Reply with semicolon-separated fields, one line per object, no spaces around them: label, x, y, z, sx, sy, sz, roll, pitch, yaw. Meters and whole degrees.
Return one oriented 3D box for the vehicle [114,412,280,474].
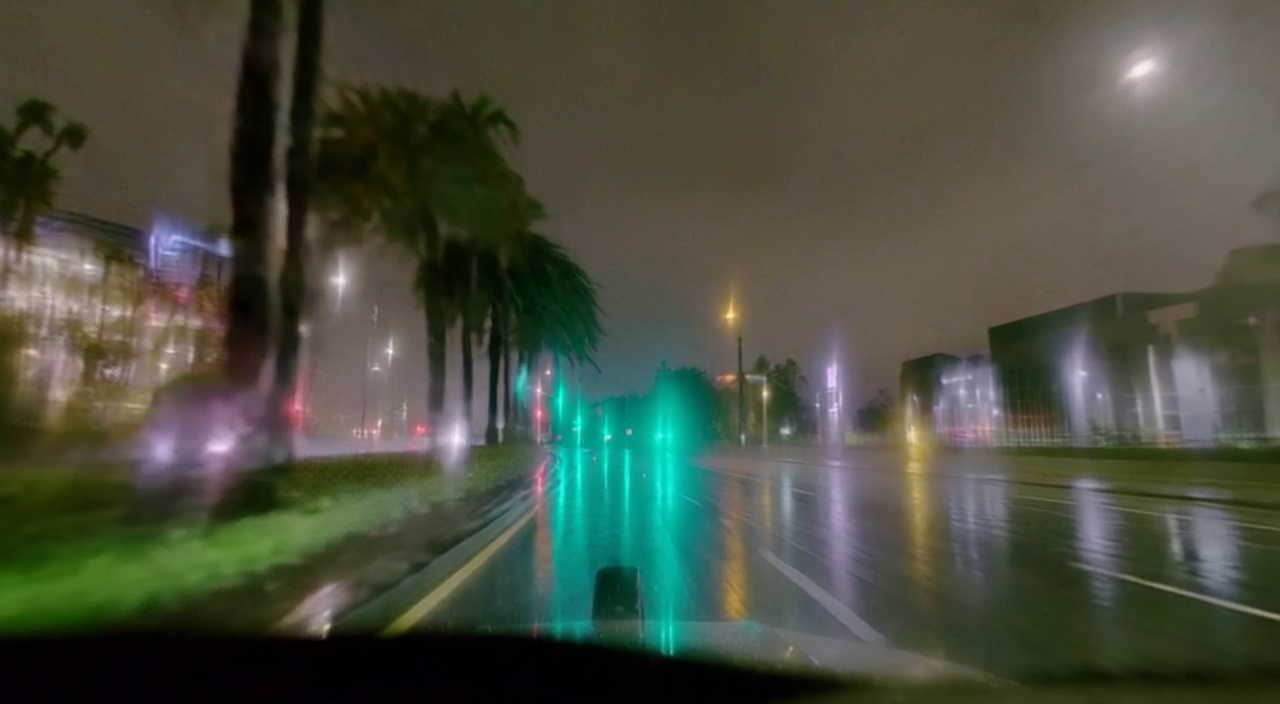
vehicle;-13.264;2.790;19.355;1.961;1.664;4.422;0;-8;-2
